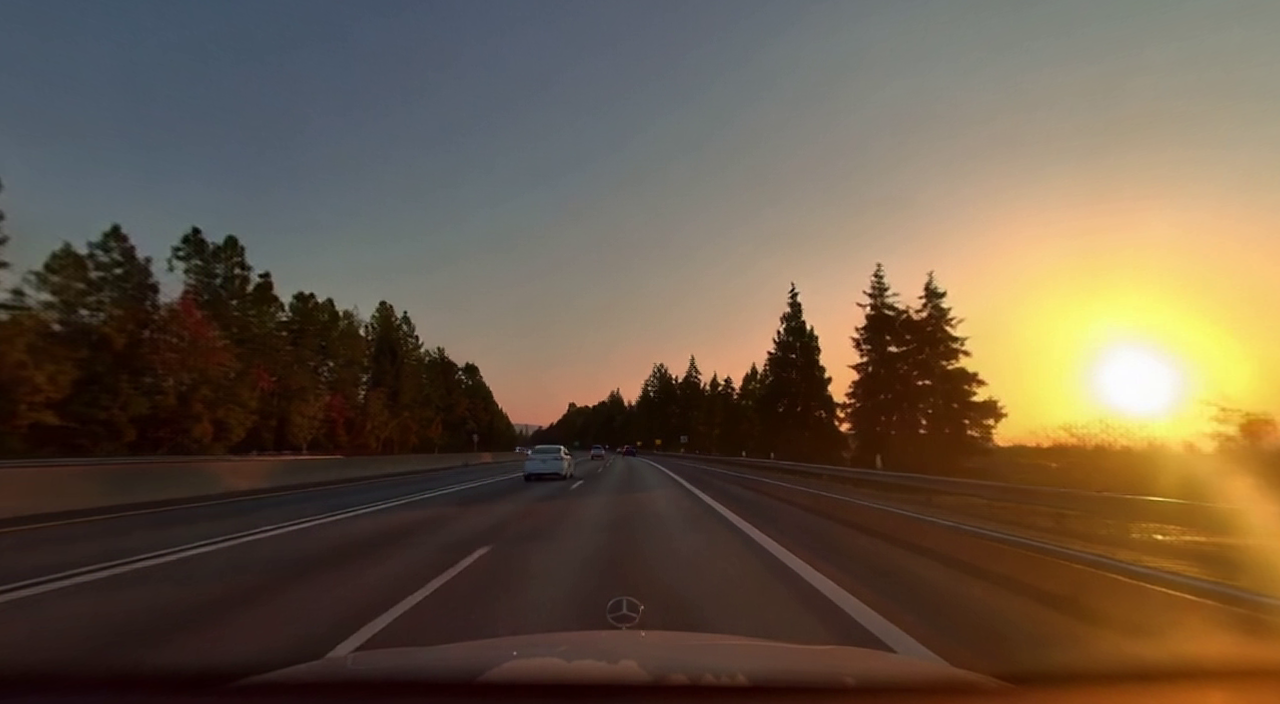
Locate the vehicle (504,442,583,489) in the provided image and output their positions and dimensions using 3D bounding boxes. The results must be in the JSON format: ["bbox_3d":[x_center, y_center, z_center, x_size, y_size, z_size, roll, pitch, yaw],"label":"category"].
[{"bbox_3d":[-3.521,4.260,23.974,2.184,1.574,5.004,0,-9,0],"label":"vehicle"}]
